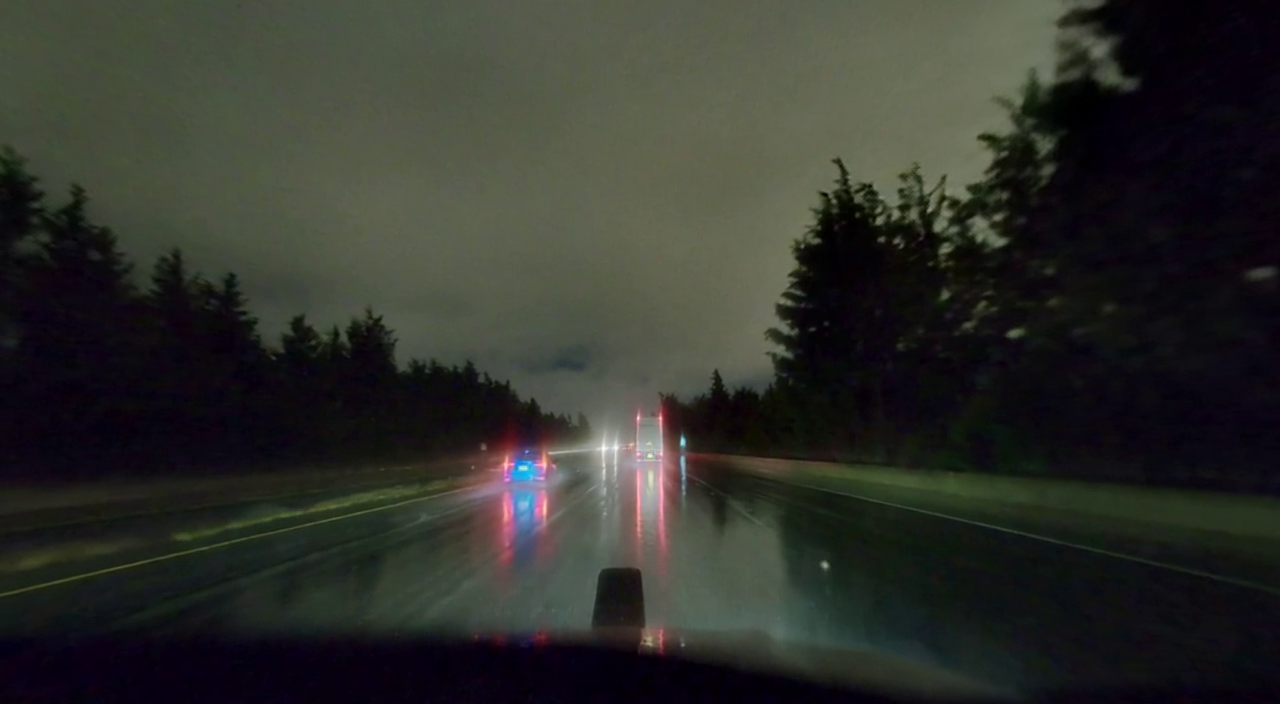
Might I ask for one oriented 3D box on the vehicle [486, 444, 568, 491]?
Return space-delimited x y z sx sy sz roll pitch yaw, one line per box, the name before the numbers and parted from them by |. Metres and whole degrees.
vehicle | -3.970 4.163 23.110 1.999 1.533 4.870 -1 -9 1
